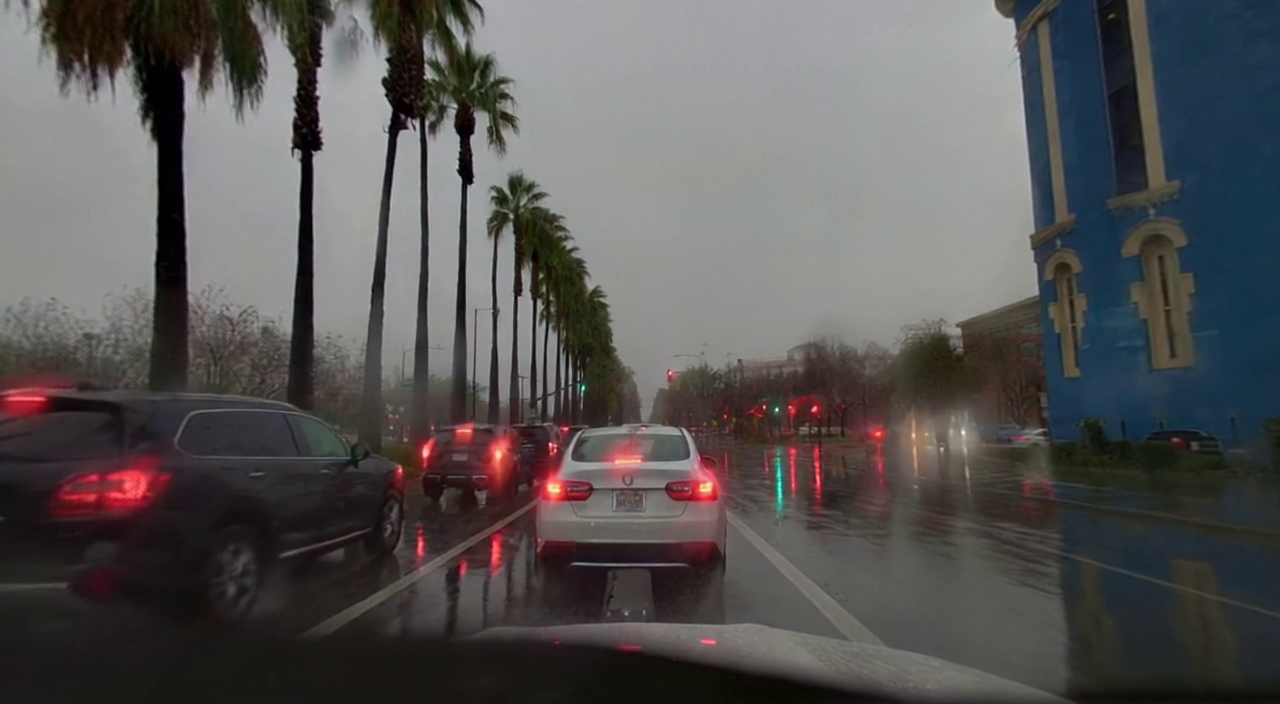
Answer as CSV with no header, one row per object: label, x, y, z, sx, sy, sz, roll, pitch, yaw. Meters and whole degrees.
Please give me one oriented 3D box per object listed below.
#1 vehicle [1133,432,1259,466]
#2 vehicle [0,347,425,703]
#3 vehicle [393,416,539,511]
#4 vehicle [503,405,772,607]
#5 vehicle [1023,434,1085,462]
vehicle,25.457,4.445,28.961,3.914,1.427,1.779,-2,-8,5
vehicle,-3.535,1.161,5.338,1.914,1.741,4.398,0,-9,-1
vehicle,-3.459,2.305,13.383,1.840,1.684,4.041,0,-8,1
vehicle,-0.055,1.535,7.185,2.114,1.585,4.285,0,-8,-1
vehicle,26.222,6.090,40.028,1.882,1.672,3.957,-2,-9,12
